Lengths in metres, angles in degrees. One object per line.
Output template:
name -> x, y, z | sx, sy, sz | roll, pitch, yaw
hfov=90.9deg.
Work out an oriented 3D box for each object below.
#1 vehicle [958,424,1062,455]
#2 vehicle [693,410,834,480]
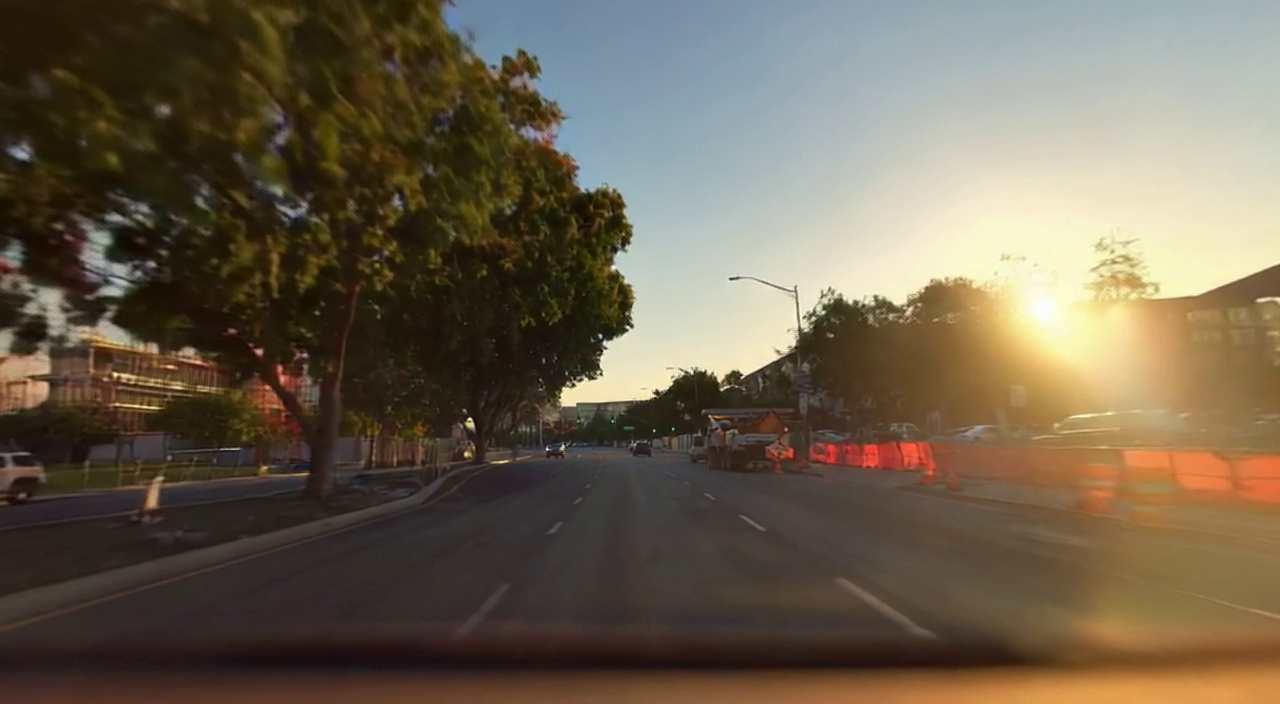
vehicle -> 25.295, 6.049, 43.286 | 2.420, 1.790, 5.514 | 0, -8, -35
vehicle -> 5.746, 4.552, 31.053 | 3.060, 2.963, 7.552 | 3, -9, -23
